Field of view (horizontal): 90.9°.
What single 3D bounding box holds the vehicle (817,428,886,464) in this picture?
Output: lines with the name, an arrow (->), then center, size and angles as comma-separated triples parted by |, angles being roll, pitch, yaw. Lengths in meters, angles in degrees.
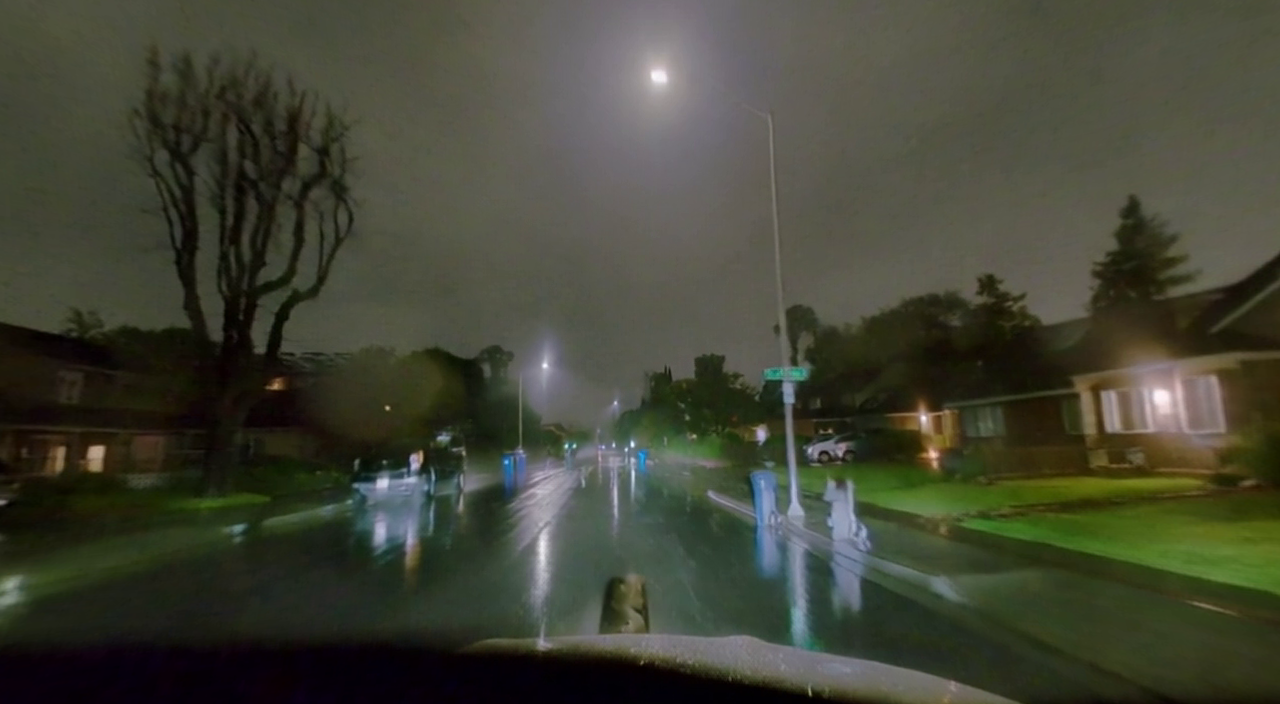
vehicle -> 11.449, 5.098, 34.527 | 1.936, 1.687, 4.714 | -4, -7, -2

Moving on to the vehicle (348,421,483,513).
vehicle -> -6.973, 3.510, 20.432 | 2.223, 2.115, 5.707 | 5, -4, -1

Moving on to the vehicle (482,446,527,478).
vehicle -> -8.041, 6.539, 37.761 | 1.945, 1.530, 4.430 | -4, -7, -4
